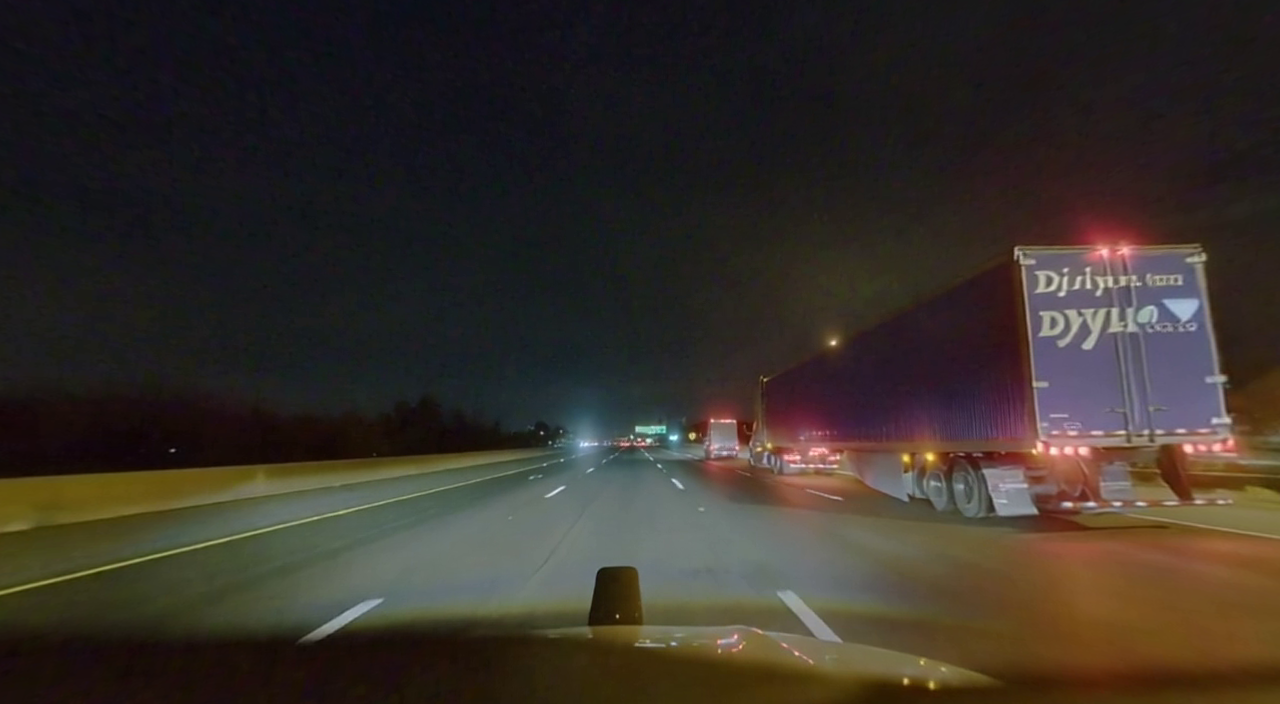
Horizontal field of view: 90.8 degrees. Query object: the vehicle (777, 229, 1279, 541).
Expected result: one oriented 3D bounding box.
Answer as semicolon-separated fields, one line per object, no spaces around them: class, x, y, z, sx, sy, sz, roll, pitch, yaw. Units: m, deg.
vehicle;6.832;1.516;15.992;2.962;3.947;16.241;0;-8;0
